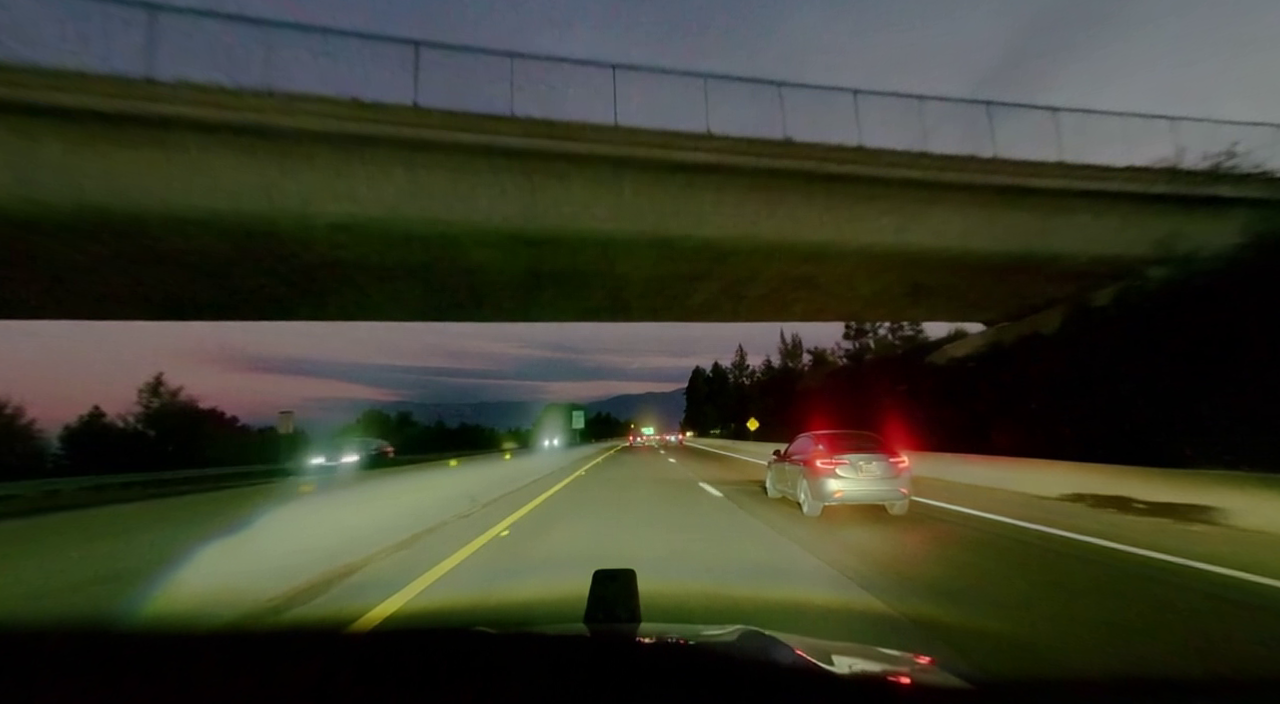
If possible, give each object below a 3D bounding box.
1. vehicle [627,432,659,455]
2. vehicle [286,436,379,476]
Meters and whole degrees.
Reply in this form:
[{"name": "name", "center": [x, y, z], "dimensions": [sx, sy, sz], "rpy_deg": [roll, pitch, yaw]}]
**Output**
[{"name": "vehicle", "center": [0.137, 6.105, 42.268], "dimensions": [1.981, 1.490, 3.449], "rpy_deg": [0, -8, -3]}, {"name": "vehicle", "center": [-12.702, 4.298, 26.314], "dimensions": [1.832, 1.512, 4.087], "rpy_deg": [0, -8, 0]}]
